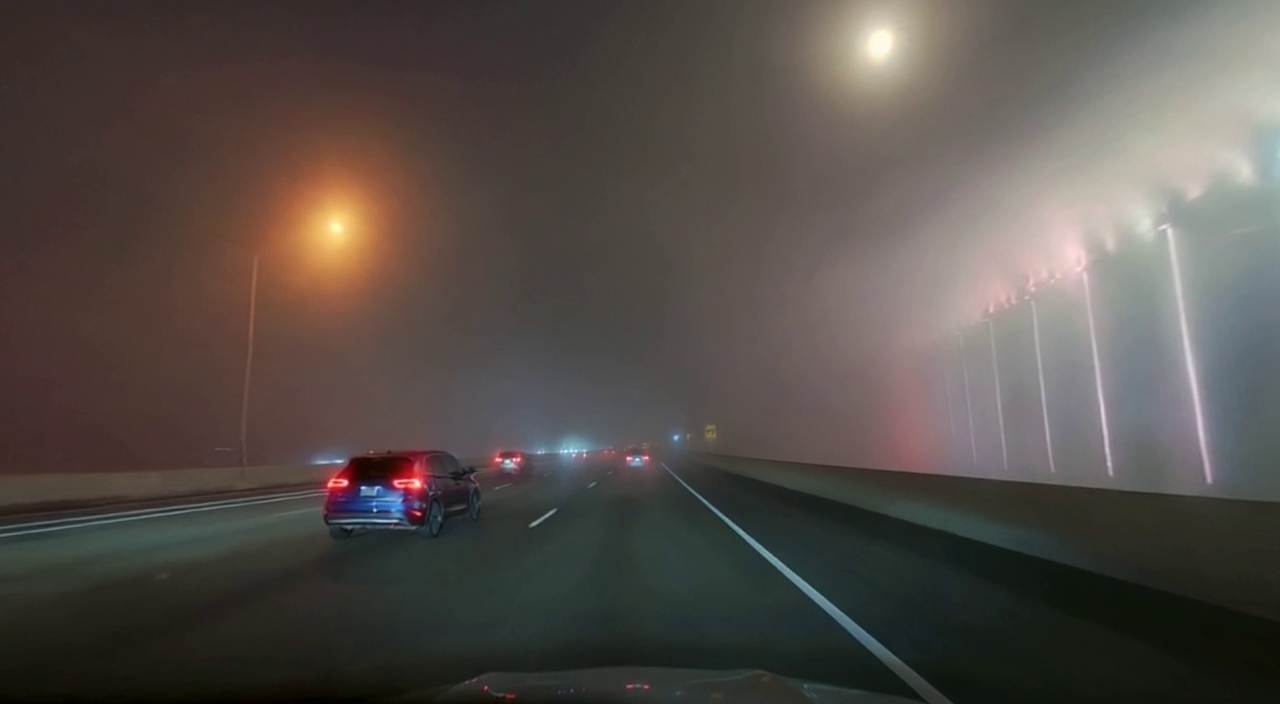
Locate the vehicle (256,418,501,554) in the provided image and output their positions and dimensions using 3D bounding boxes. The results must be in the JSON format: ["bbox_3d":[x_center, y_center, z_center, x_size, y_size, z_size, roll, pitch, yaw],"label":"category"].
[{"bbox_3d":[-3.868,2.072,10.421,2.059,1.725,4.521,0,-9,1],"label":"vehicle"}]

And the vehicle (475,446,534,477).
[{"bbox_3d":[-7.230,5.871,34.164,1.998,1.542,4.953,0,-9,1],"label":"vehicle"}]
